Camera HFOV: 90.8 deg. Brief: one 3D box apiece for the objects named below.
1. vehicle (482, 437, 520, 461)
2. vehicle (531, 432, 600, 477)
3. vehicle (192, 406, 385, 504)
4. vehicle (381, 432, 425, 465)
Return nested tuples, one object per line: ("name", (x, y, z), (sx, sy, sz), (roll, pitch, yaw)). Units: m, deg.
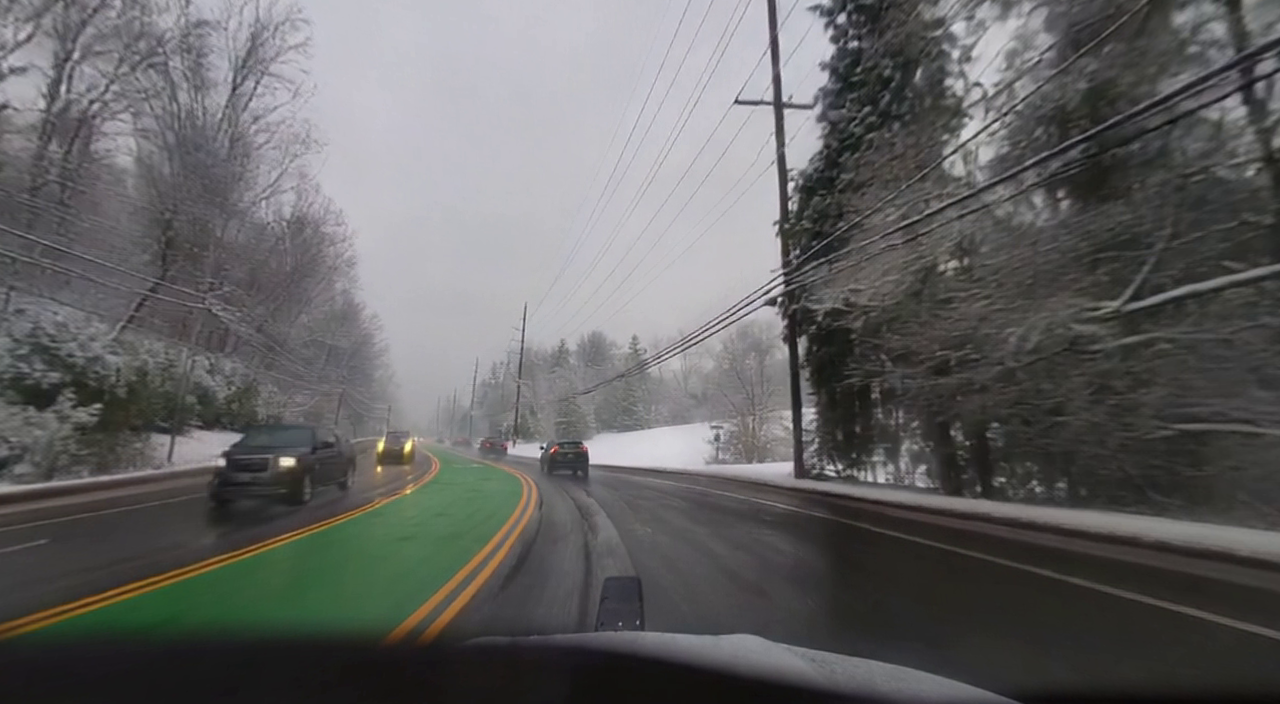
("vehicle", (-10.478, 7.269, 47.343), (2.075, 1.699, 4.520), (3, -9, -21))
("vehicle", (-3.317, 4.393, 27.302), (2.140, 1.767, 4.720), (3, -9, -17))
("vehicle", (-8.664, 2.631, 16.458), (2.524, 2.051, 5.963), (1, -9, -11))
("vehicle", (-13.130, 5.308, 35.173), (1.967, 1.688, 4.286), (2, -7, -17))
